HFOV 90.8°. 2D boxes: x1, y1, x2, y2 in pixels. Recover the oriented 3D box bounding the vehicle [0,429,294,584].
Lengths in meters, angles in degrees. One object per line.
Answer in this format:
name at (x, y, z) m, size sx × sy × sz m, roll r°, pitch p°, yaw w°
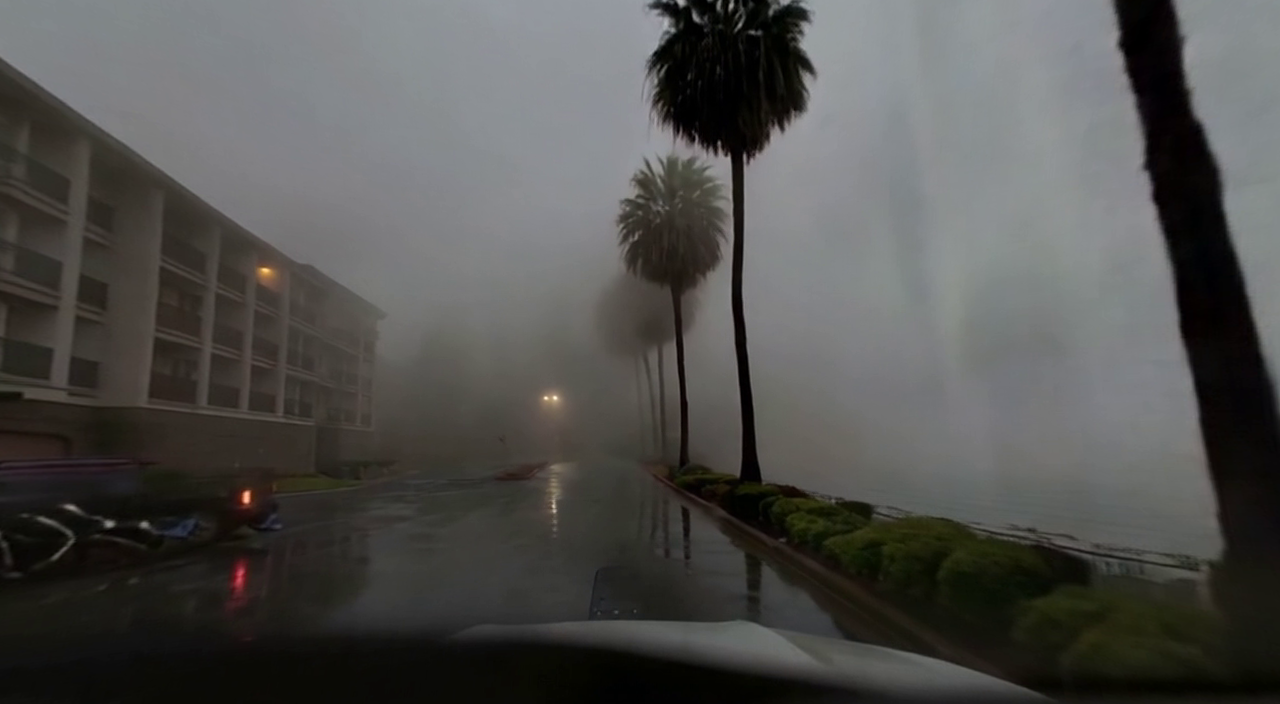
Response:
vehicle at (-7.182, 1.847, 7.715) m, size 4.803 × 1.520 × 1.894 m, roll -2°, pitch -7°, yaw -6°
